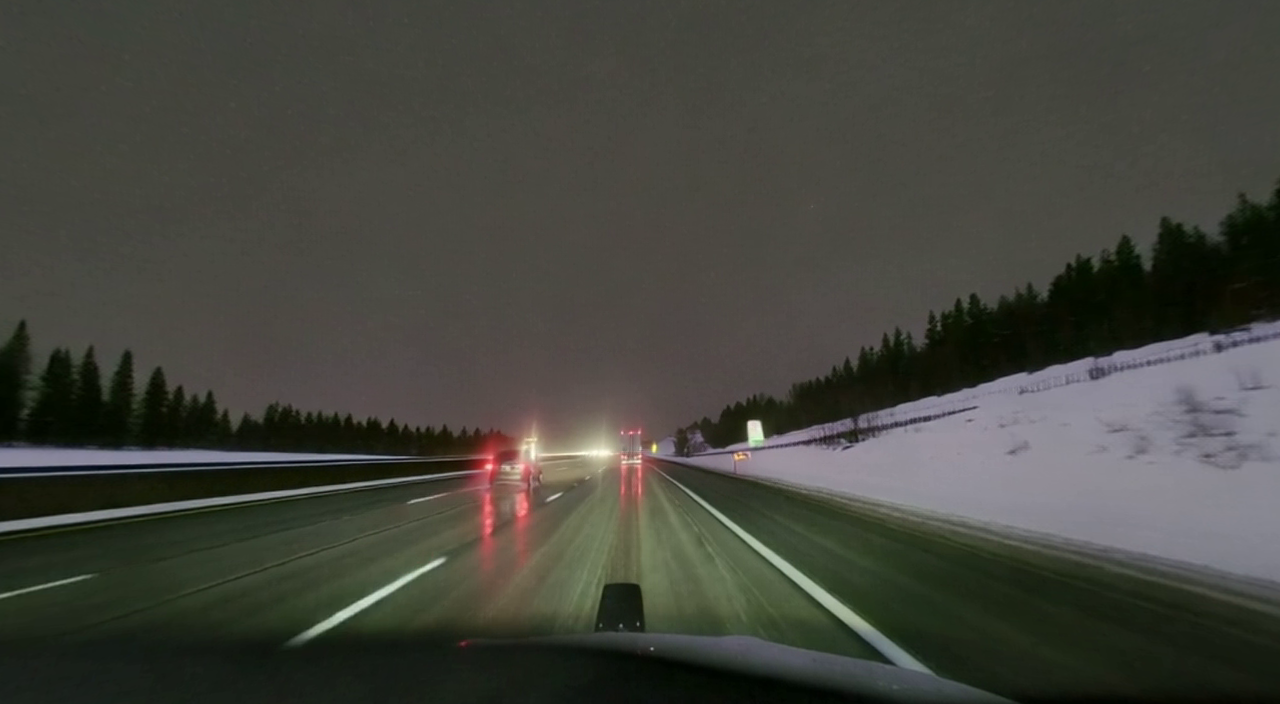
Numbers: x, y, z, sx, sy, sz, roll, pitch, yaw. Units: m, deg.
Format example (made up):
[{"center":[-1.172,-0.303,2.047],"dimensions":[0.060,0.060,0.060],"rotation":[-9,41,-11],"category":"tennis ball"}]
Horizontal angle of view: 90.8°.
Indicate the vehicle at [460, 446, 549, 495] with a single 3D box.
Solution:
[{"center":[-4.753,4.226,22.985],"dimensions":[2.108,1.573,5.000],"rotation":[0,-9,0],"category":"vehicle"}]
